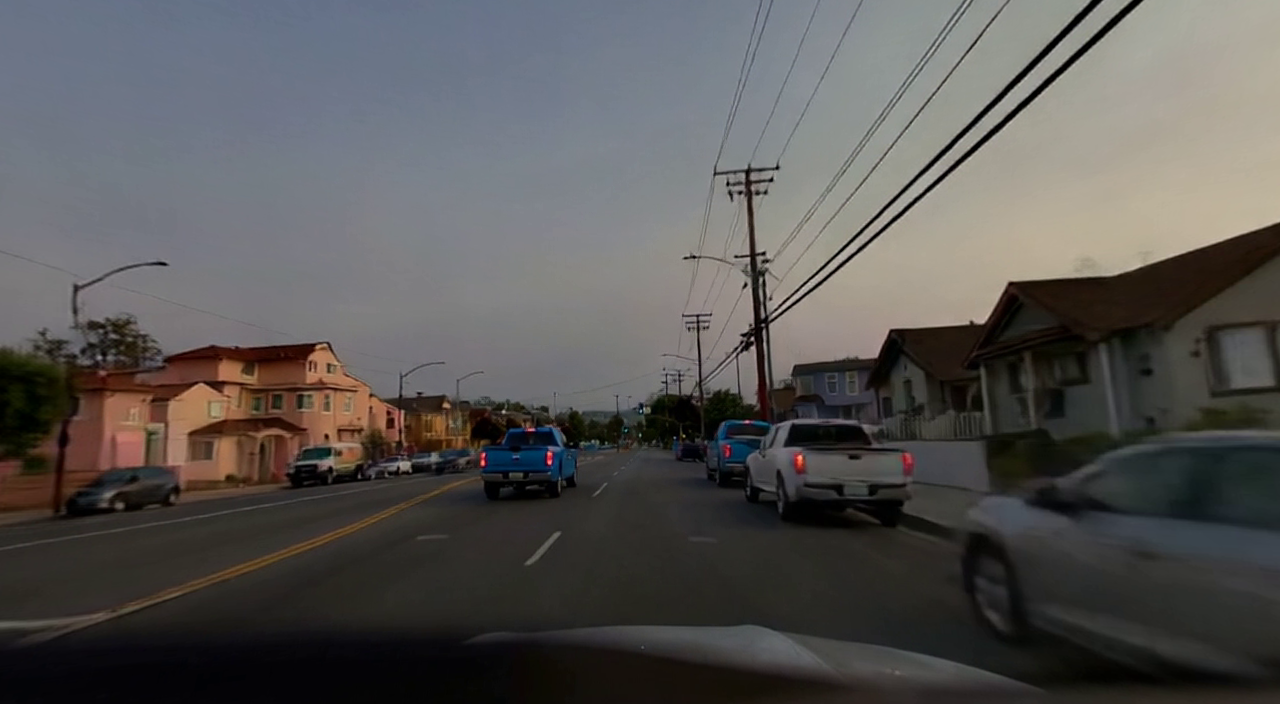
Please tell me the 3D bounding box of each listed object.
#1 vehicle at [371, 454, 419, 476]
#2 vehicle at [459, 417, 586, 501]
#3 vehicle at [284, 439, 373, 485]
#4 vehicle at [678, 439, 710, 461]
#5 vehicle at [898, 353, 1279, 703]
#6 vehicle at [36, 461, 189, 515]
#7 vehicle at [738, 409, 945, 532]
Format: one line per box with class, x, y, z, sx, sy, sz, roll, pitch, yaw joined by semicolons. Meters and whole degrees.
vehicle;-18.477;8.552;47.757;1.820;1.511;4.294;-1;-9;1
vehicle;-2.902;2.829;16.986;2.242;1.890;5.306;-1;-9;2
vehicle;-18.982;6.701;38.804;2.159;2.586;5.899;-1;-9;3
vehicle;3.944;7.271;46.765;2.012;1.491;4.333;0;-9;0
vehicle;3.111;0.920;2.690;2.115;1.615;4.772;-1;-9;2
vehicle;-18.795;4.823;22.748;1.908;1.614;4.092;-1;-9;1
vehicle;3.260;2.048;11.425;2.052;1.750;4.679;0;-9;-2
